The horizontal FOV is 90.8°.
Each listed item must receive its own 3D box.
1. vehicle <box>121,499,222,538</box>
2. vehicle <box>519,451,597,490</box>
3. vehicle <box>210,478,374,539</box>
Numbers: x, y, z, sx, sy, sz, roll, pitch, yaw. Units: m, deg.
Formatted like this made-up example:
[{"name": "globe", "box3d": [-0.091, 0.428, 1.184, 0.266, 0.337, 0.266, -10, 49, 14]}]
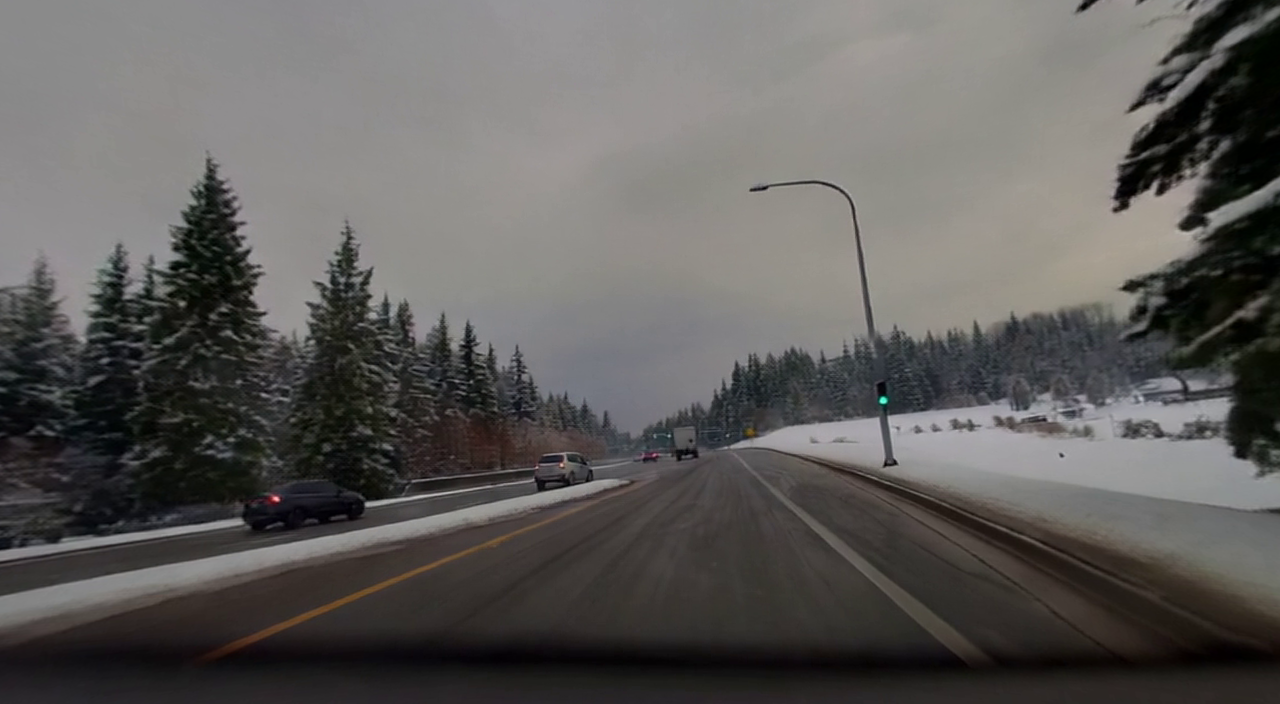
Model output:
[{"name": "vehicle", "box3d": [-25.471, 9.034, 34.519, 1.867, 1.592, 4.065, -3, -9, 14]}, {"name": "vehicle", "box3d": [-3.990, 5.868, 31.600, 2.049, 1.699, 4.860, -3, -9, 16]}, {"name": "vehicle", "box3d": [-11.515, 5.163, 21.375, 1.886, 1.535, 4.742, -4, -9, 18]}]
